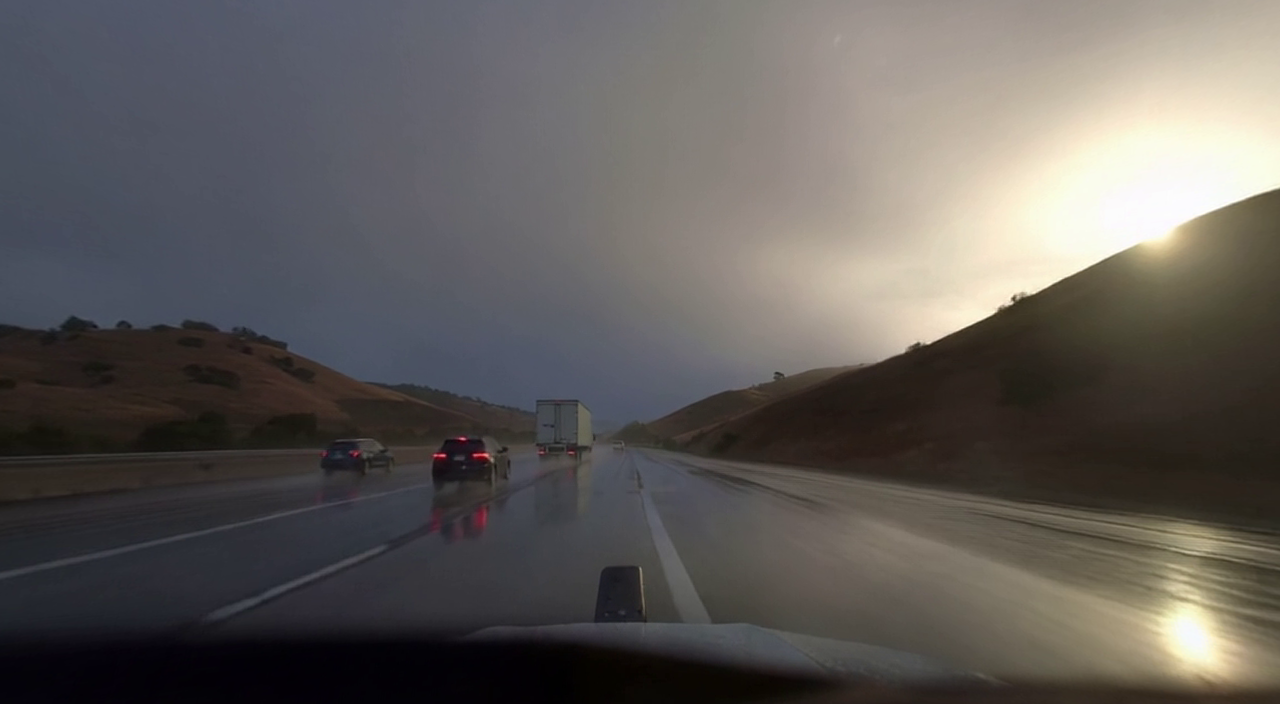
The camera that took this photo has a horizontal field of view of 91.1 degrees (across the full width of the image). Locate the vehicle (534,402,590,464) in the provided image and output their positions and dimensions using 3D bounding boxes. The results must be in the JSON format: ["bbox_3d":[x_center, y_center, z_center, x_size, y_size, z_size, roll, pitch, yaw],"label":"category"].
[{"bbox_3d":[-5.369,5.939,45.107,2.981,3.860,11.022,0,-8,-2],"label":"vehicle"}]

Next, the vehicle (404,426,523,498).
[{"bbox_3d":[-4.698,2.997,17.510,2.099,1.734,4.413,0,-8,-1],"label":"vehicle"}]

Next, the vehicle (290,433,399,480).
[{"bbox_3d":[-12.655,4.500,27.396,2.130,1.828,5.523,0,-8,-1],"label":"vehicle"}]
